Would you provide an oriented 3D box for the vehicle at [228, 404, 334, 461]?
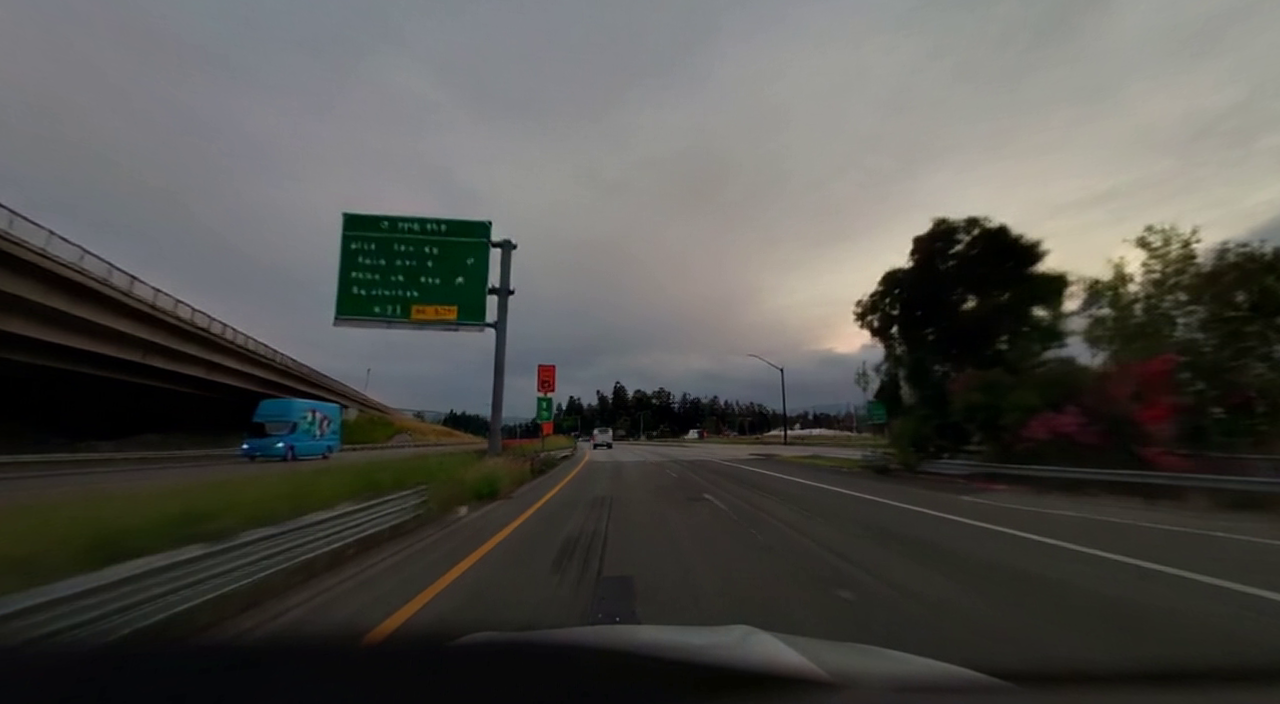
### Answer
[{"bbox_3d":[-19.311,4.415,34.317,2.354,2.823,5.911,0,-8,-2],"label":"vehicle"}]
